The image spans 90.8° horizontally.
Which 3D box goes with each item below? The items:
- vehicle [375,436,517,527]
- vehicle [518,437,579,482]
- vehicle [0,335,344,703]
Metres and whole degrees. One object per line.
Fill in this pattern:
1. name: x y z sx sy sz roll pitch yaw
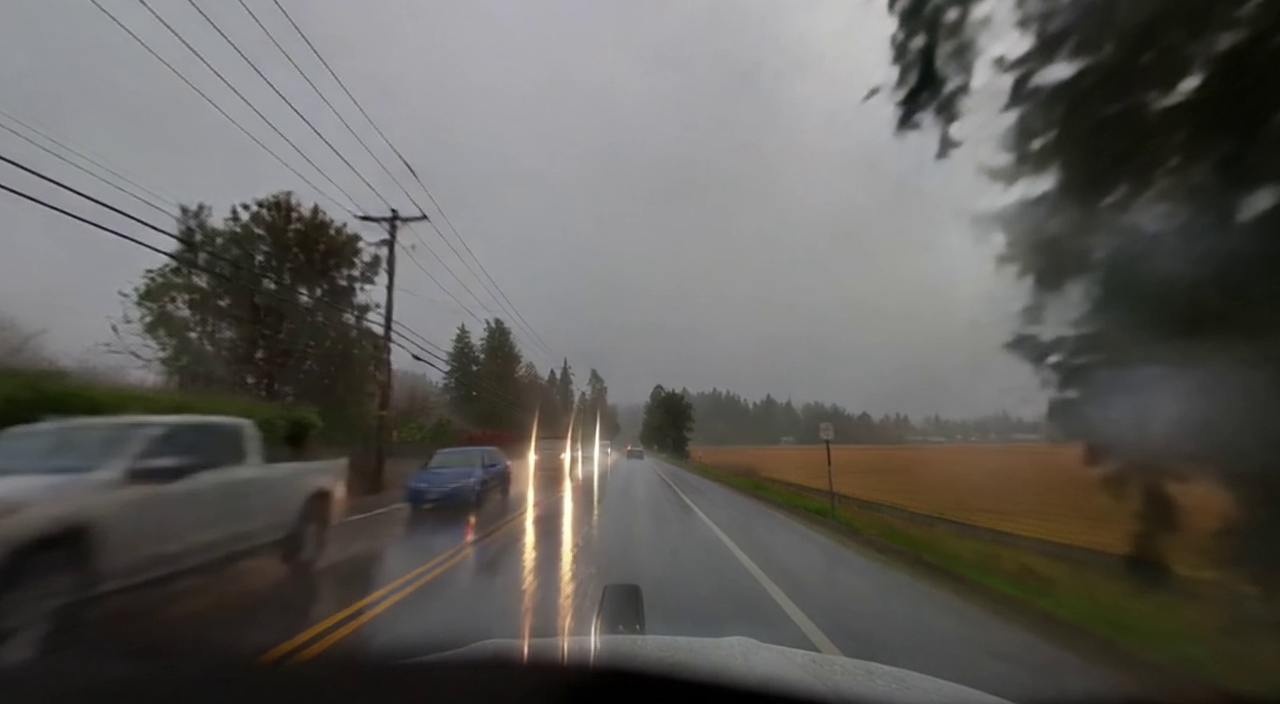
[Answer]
1. vehicle: -4.300 2.875 14.815 2.070 1.665 4.554 -3 -8 -3
2. vehicle: -4.307 5.089 30.423 2.261 1.901 4.549 -2 -8 -1
3. vehicle: -4.958 1.290 5.492 2.366 2.144 5.347 -3 -8 -2
